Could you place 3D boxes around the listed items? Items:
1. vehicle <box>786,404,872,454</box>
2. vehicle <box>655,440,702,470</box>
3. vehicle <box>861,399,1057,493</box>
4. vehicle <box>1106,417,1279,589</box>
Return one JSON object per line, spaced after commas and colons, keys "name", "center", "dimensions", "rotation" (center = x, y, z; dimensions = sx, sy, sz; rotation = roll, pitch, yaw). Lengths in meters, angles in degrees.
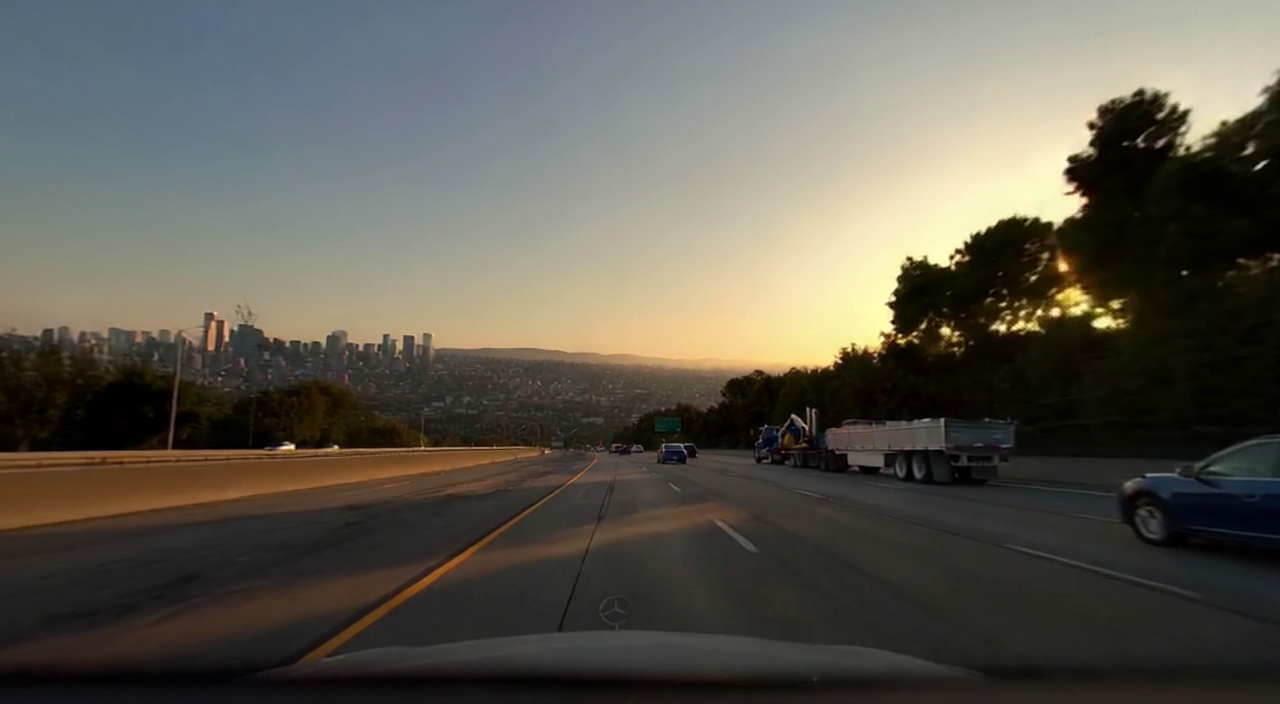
{"name": "vehicle", "center": [12.999, 5.479, 44.211], "dimensions": [3.476, 3.195, 6.407], "rotation": [1, -8, -5]}
{"name": "vehicle", "center": [2.289, 6.280, 38.800], "dimensions": [2.305, 1.729, 4.526], "rotation": [0, -8, -3]}
{"name": "vehicle", "center": [10.300, 3.186, 21.498], "dimensions": [2.873, 2.663, 6.922], "rotation": [0, -8, -1]}
{"name": "vehicle", "center": [6.781, 1.308, 5.349], "dimensions": [2.106, 1.519, 4.560], "rotation": [0, -8, -1]}
